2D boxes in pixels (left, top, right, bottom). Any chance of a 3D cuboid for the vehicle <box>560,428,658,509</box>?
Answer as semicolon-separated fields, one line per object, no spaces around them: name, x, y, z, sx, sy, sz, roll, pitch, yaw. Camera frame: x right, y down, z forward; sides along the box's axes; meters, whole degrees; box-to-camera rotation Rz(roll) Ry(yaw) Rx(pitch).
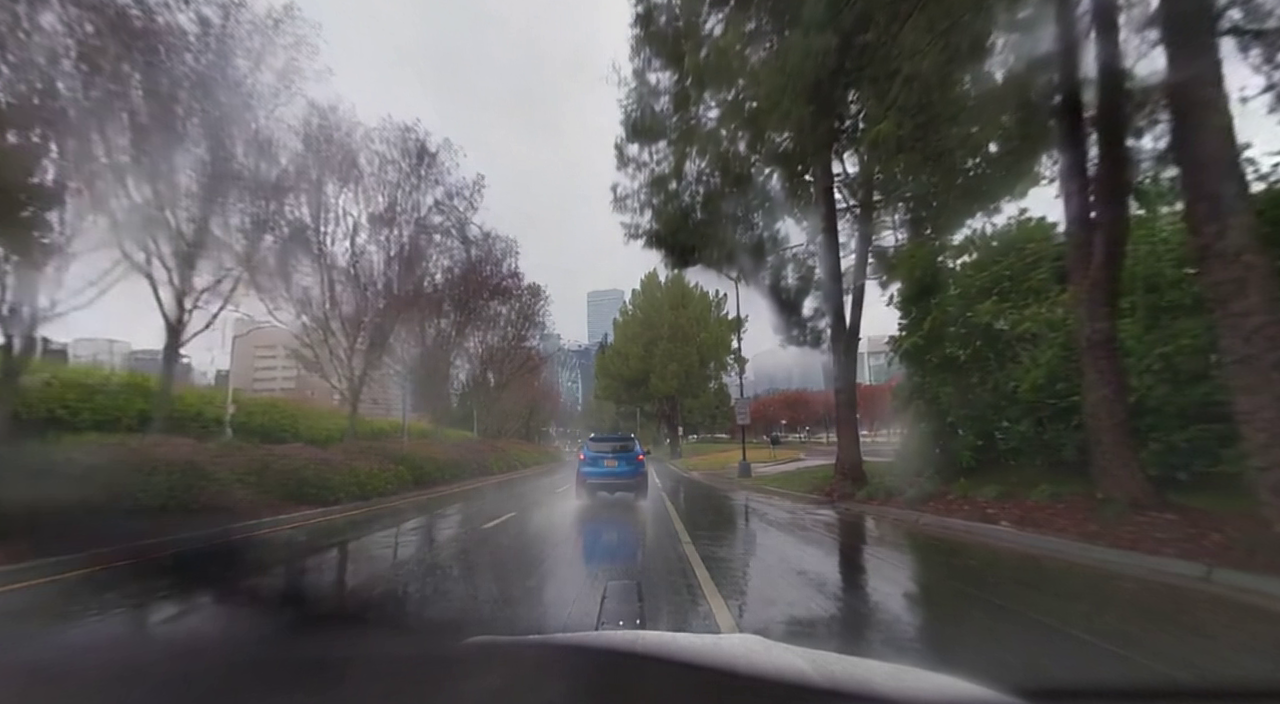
vehicle;-0.680;2.897;16.042;2.131;1.761;4.242;0;-9;0
